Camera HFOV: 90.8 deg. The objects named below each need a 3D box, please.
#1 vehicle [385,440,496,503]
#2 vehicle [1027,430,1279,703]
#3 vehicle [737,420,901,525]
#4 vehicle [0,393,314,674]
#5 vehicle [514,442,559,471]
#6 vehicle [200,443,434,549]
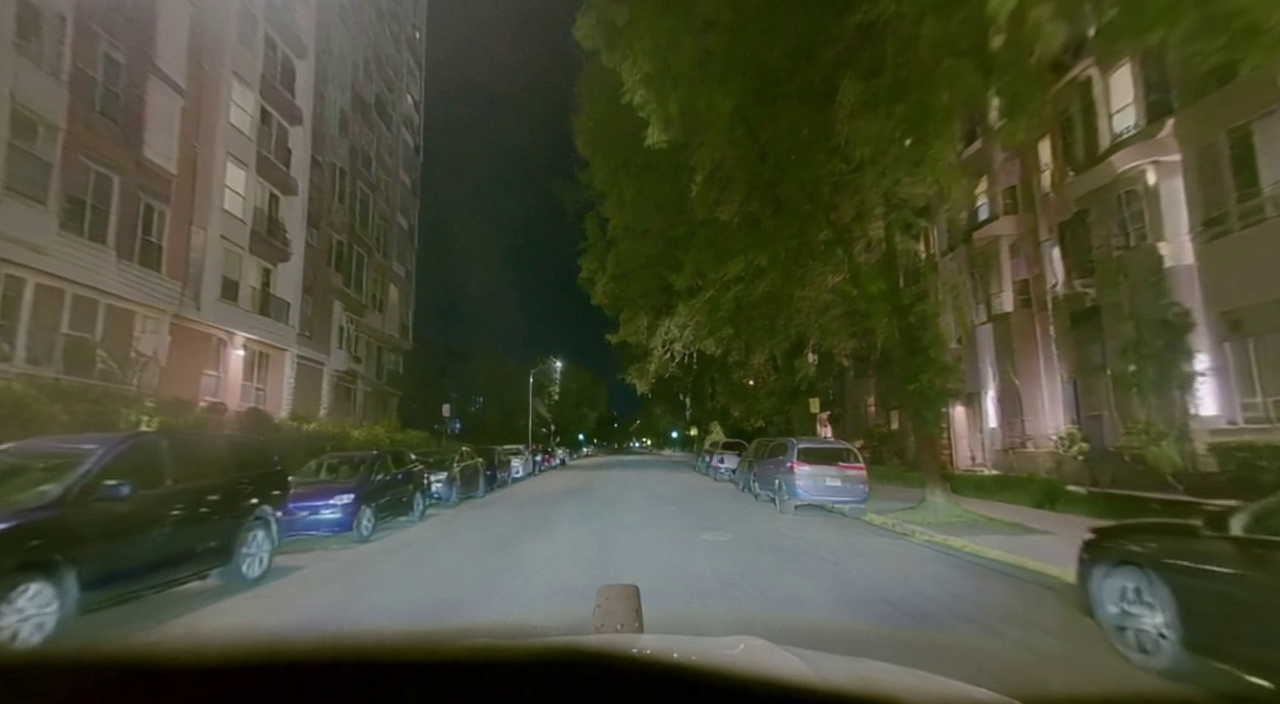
[{"bbox_3d":[-5.349,3.232,17.614,1.711,1.500,4.510,0,-8,-1],"label":"vehicle"},{"bbox_3d":[3.768,1.016,2.338,1.696,1.453,4.574,0,-8,-1],"label":"vehicle"},{"bbox_3d":[3.479,2.458,13.508,1.912,1.781,5.159,0,-8,-1],"label":"vehicle"},{"bbox_3d":[-5.015,1.371,5.581,1.922,1.728,4.628,0,-8,-2],"label":"vehicle"},{"bbox_3d":[-5.668,5.735,34.988,1.647,1.481,4.433,0,-8,1],"label":"vehicle"},{"bbox_3d":[-5.105,2.280,10.862,1.649,1.408,4.665,0,-8,-1],"label":"vehicle"}]
